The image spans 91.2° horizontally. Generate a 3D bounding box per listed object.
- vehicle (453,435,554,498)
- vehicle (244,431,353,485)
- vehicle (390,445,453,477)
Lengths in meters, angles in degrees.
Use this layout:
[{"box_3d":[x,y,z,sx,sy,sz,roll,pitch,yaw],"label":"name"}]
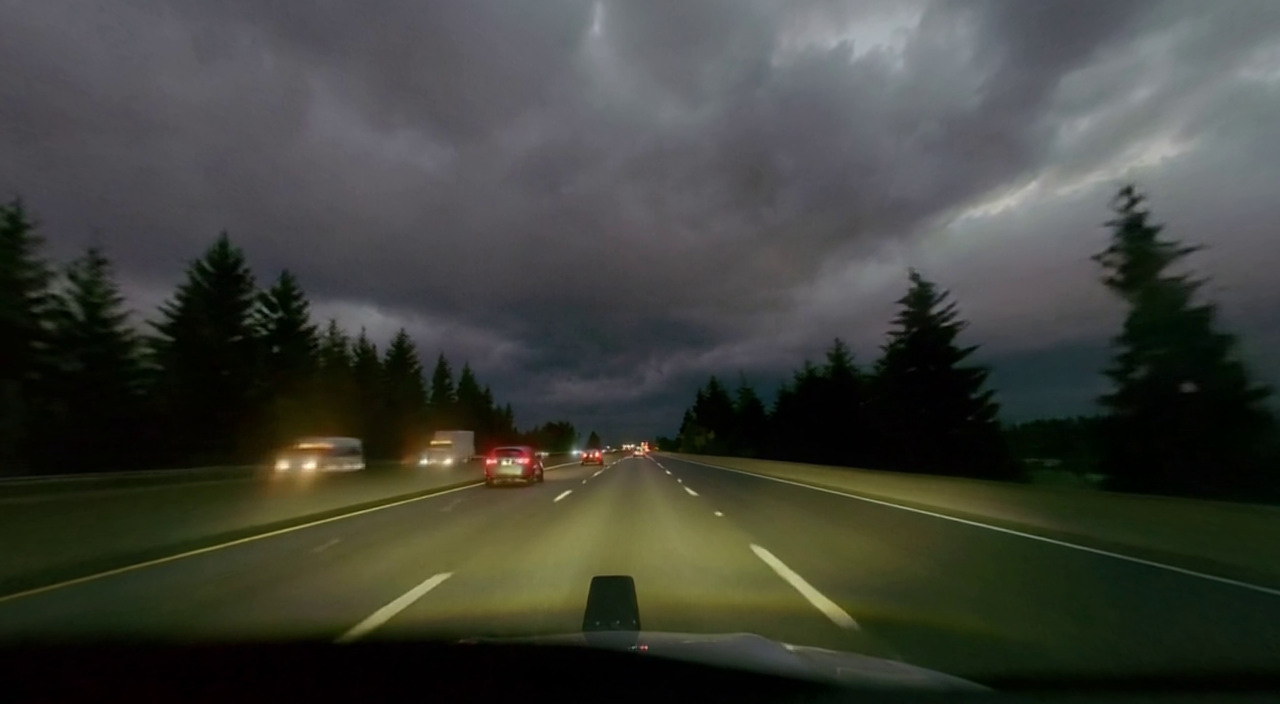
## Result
[{"box_3d":[-4.032,3.477,19.337,2.151,1.693,4.201,-1,-9,0],"label":"vehicle"},{"box_3d":[-17.075,5.328,31.784,2.330,2.418,5.463,-1,-9,1],"label":"vehicle"},{"box_3d":[-13.060,6.512,37.772,2.170,1.748,4.308,-1,-9,0],"label":"vehicle"}]
